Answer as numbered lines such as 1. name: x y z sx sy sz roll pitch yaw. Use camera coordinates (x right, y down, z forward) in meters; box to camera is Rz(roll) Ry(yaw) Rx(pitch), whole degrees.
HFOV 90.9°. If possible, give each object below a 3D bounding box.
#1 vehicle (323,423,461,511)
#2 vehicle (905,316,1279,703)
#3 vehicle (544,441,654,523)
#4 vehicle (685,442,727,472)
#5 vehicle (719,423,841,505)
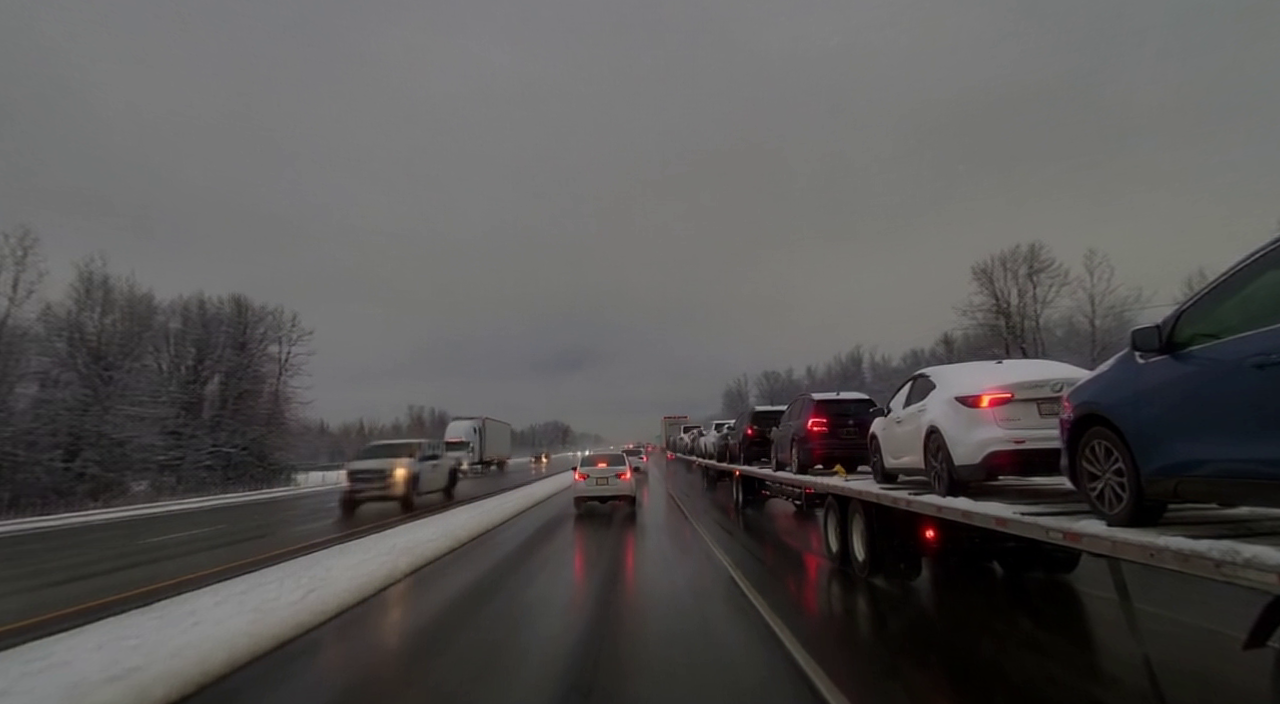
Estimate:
1. vehicle: -8.315 3.922 21.955 2.385 2.627 5.771 0 -9 0
2. vehicle: 3.484 0.937 3.602 1.959 1.783 4.407 0 -9 0
3. vehicle: -0.723 2.645 13.283 1.991 1.466 3.675 0 -9 0
4. vehicle: 3.823 6.150 37.059 1.938 1.660 4.223 0 -9 -1
5. vehicle: 3.498 2.908 16.627 2.303 1.889 3.920 0 -9 0
